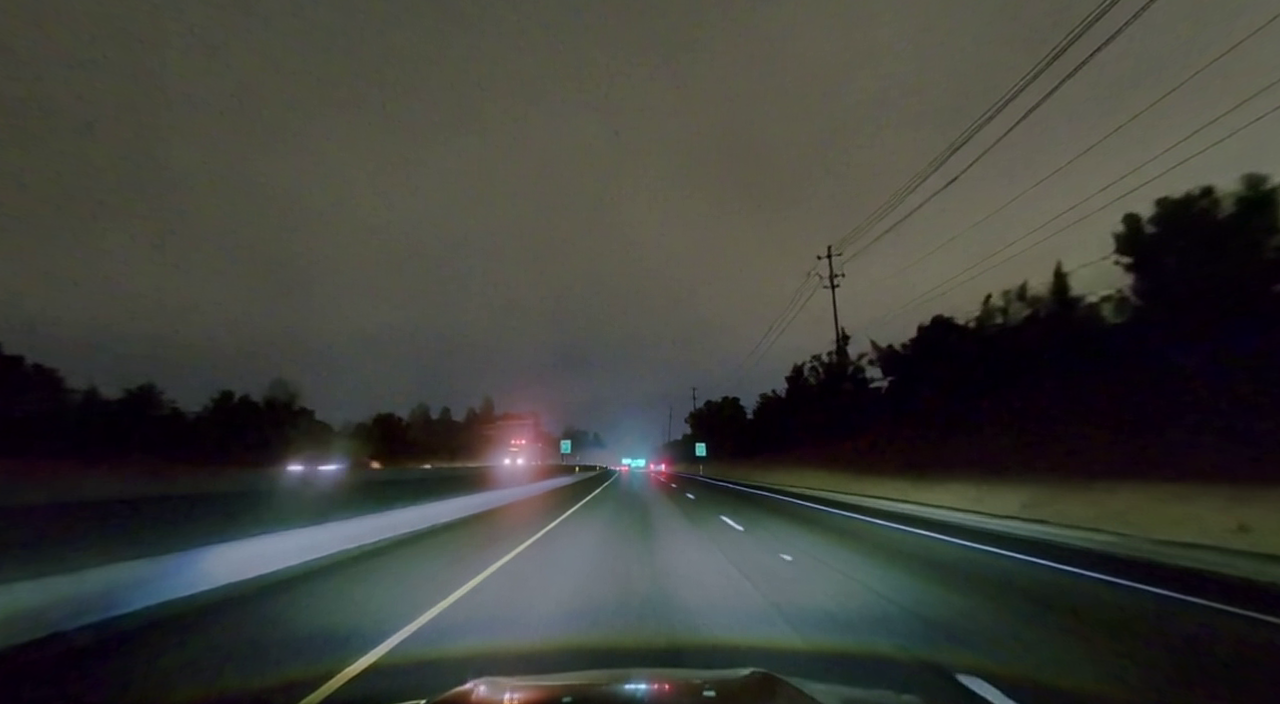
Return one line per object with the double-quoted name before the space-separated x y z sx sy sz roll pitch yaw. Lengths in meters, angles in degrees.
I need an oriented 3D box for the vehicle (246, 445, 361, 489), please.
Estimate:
"vehicle" -12.672 4.391 24.108 1.971 1.490 4.431 1 -10 -1
